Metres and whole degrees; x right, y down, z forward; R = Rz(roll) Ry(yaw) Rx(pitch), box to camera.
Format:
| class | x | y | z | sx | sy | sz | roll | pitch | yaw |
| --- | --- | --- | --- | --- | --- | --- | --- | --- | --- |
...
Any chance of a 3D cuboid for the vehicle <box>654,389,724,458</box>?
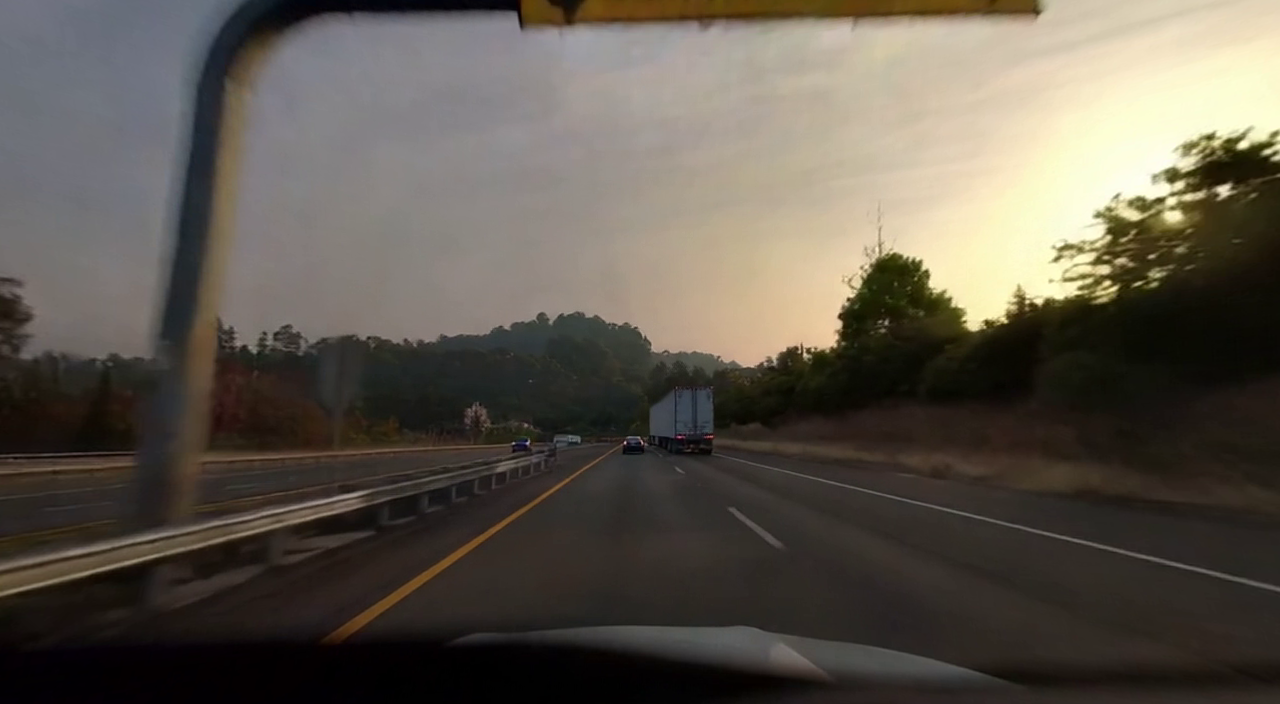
| class | x | y | z | sx | sy | sz | roll | pitch | yaw |
| --- | --- | --- | --- | --- | --- | --- | --- | --- | --- |
| vehicle | 3.055 | 5.237 | 44.949 | 3.376 | 4.017 | 16.232 | 0 | -8 | -1 |
